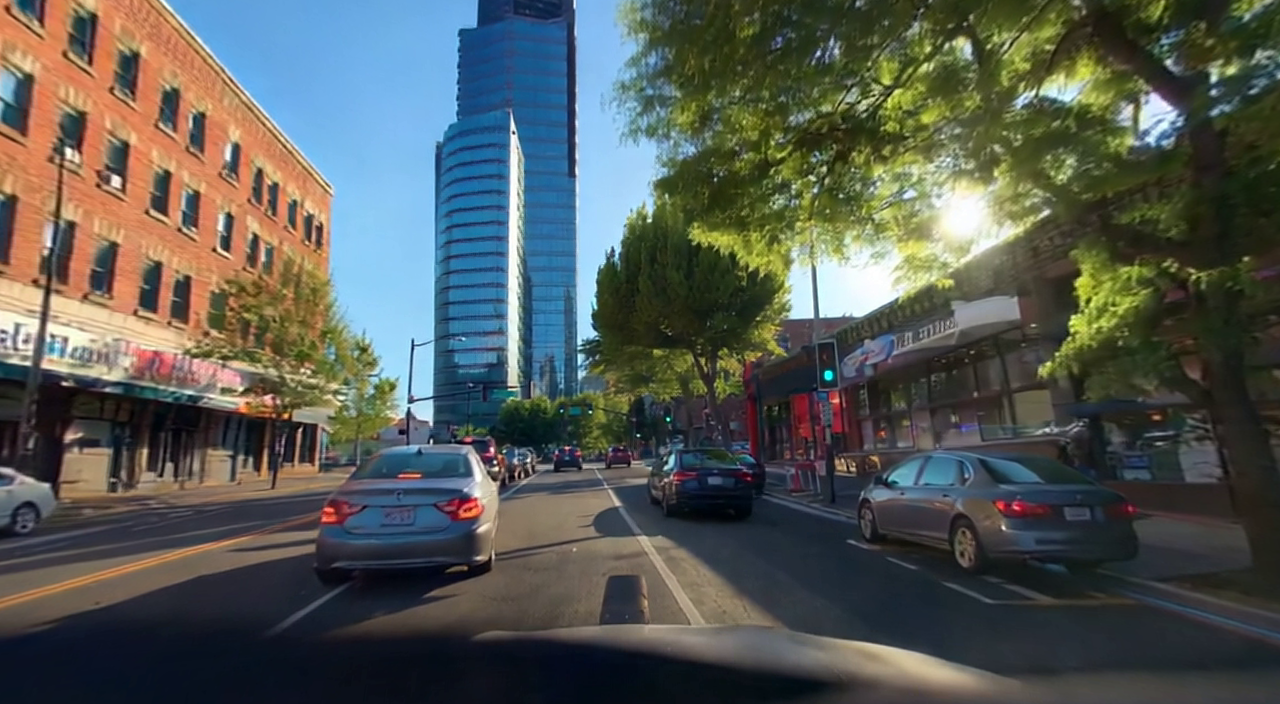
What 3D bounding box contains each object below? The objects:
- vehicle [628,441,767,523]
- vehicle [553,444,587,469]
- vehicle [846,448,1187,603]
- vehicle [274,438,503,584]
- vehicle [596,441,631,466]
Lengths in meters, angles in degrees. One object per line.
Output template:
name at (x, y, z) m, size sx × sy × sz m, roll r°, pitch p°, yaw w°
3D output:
vehicle at (1.009, 2.694, 13.707) m, size 2.150 × 1.464 × 4.467 m, roll 1°, pitch -9°, yaw -6°
vehicle at (-4.563, 6.766, 41.077) m, size 2.102 × 1.521 × 4.078 m, roll 1°, pitch -9°, yaw -6°
vehicle at (4.554, 2.083, 8.509) m, size 1.986 × 1.555 × 3.879 m, roll 1°, pitch -9°, yaw -4°
vehicle at (-3.065, 1.953, 8.761) m, size 2.169 × 1.427 × 4.531 m, roll 2°, pitch -9°, yaw -13°
vehicle at (-2.123, 7.832, 48.933) m, size 2.418 × 1.816 × 4.300 m, roll 1°, pitch -9°, yaw -6°
